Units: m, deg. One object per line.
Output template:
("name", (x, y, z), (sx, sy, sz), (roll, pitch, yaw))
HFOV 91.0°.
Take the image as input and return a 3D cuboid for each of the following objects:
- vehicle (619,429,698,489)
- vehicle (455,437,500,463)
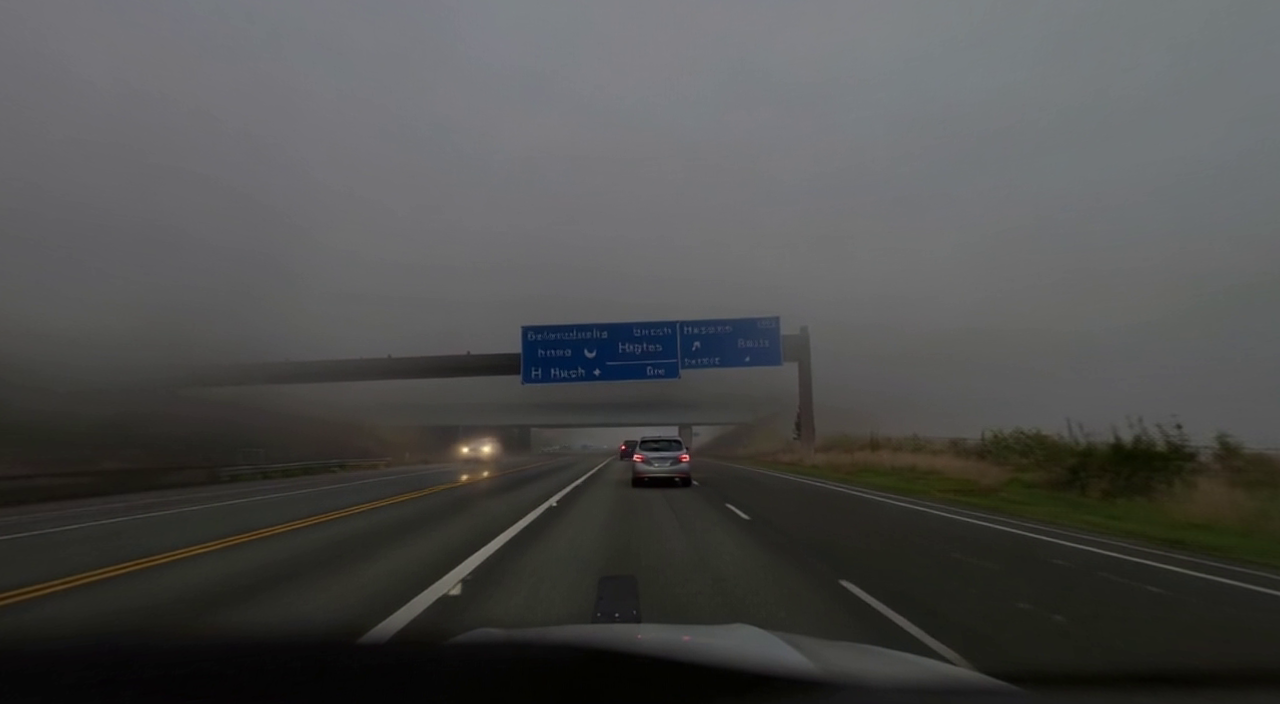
("vehicle", (0.453, 3.246, 19.443), (2.092, 1.636, 4.024), (0, -8, -3))
("vehicle", (-12.012, 7.247, 46.731), (2.082, 1.833, 4.755), (-1, -8, 0))
